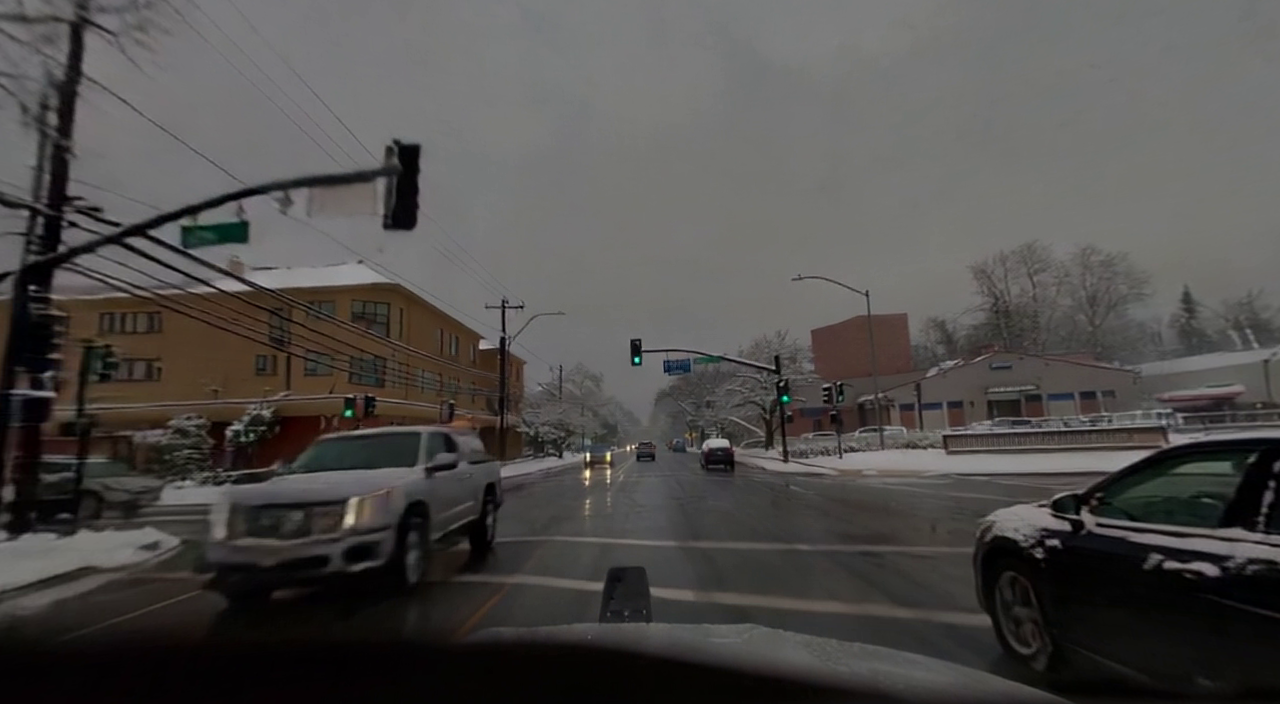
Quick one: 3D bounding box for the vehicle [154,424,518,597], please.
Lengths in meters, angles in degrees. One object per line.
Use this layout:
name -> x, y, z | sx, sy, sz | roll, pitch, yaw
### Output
vehicle -> -3.551, 1.991, 8.968 | 2.519, 1.689, 5.200 | -1, -9, 1

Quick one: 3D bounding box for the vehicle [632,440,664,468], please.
vehicle -> 0.538, 7.036, 43.744 | 2.118, 1.813, 4.326 | -1, -9, 0

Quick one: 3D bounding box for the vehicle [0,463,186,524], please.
vehicle -> -16.097, 4.020, 18.188 | 4.540, 1.546, 2.157 | -2, -9, 8

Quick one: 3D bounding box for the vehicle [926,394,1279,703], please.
vehicle -> 3.243, 0.911, 2.378 | 2.072, 1.471, 4.834 | -1, -9, 0

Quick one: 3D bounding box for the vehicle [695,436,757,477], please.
vehicle -> 3.653, 4.537, 27.512 | 2.035, 1.564, 4.719 | -1, -9, 0

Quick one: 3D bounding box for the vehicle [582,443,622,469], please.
vehicle -> -2.856, 7.974, 48.505 | 2.666, 1.885, 5.029 | -1, -9, 1
